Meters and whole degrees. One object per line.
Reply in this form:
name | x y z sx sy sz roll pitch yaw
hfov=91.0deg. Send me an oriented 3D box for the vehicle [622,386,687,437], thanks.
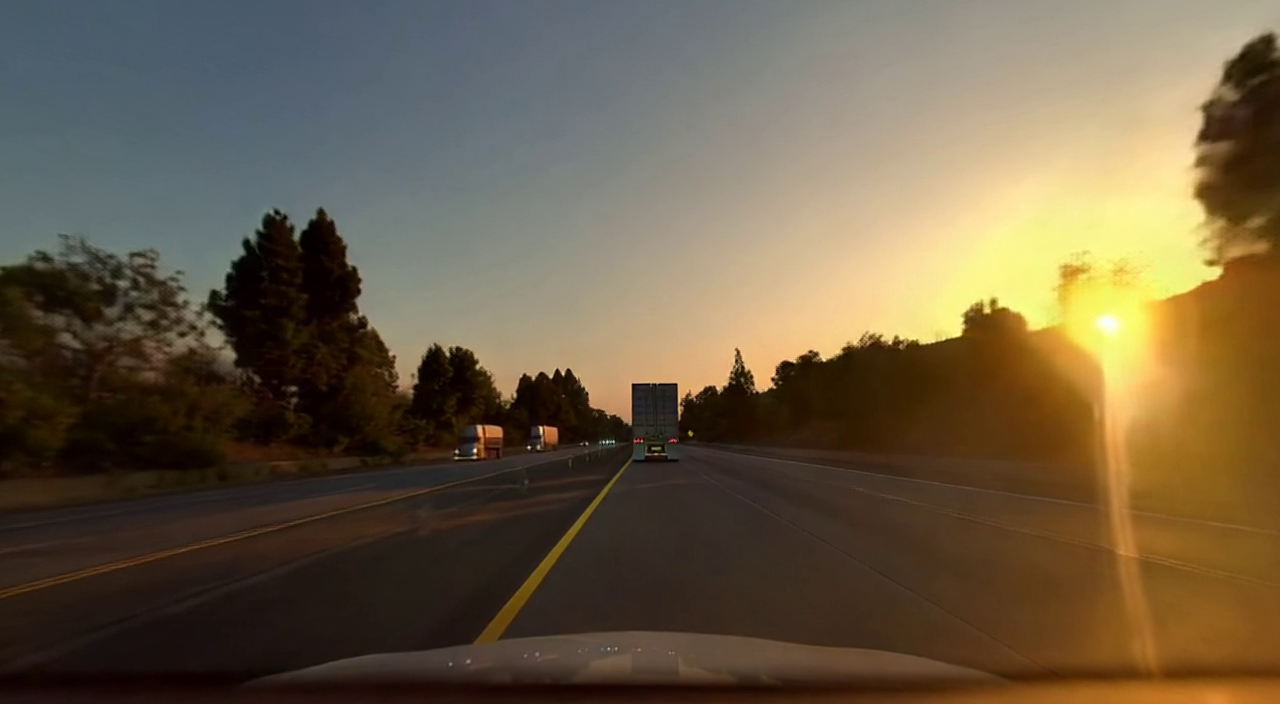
vehicle | 0.534 2.594 26.390 2.509 1.890 4.732 0 -8 0
